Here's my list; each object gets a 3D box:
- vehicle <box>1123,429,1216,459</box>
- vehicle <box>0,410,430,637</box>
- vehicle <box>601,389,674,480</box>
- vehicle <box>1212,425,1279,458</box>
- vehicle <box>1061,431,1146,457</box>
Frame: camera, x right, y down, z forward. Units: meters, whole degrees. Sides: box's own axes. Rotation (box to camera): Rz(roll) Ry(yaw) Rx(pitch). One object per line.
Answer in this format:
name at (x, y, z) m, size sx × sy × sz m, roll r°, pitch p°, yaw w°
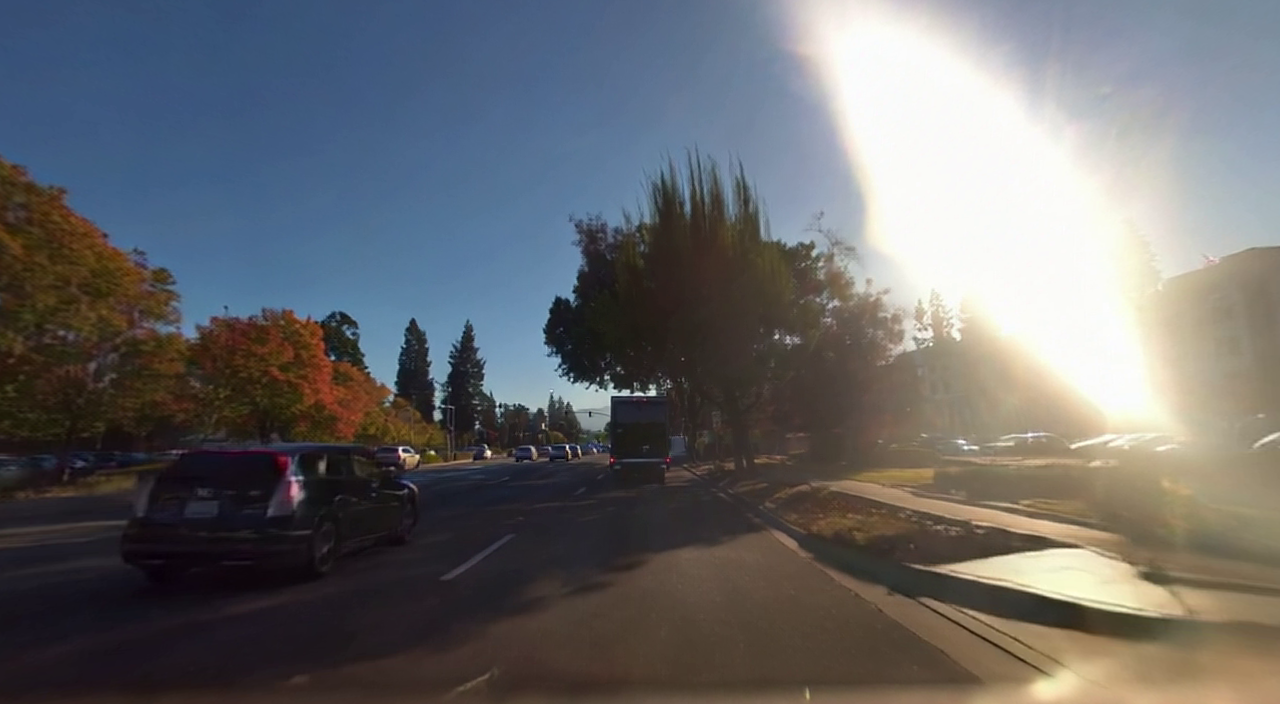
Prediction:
vehicle at (27.423, 4.775, 32.540) m, size 3.341 × 1.387 × 1.619 m, roll -1°, pitch -8°, yaw -3°
vehicle at (-4.057, 1.548, 6.716) m, size 2.078 × 1.597 × 4.355 m, roll 0°, pitch -9°, yaw 0°
vehicle at (-0.006, 3.980, 29.713) m, size 2.905 × 3.644 × 8.807 m, roll 0°, pitch -9°, yaw 1°
vehicle at (27.540, 3.929, 27.493) m, size 3.405 × 1.395 × 1.600 m, roll 1°, pitch -9°, yaw -4°
vehicle at (25.859, 5.145, 35.098) m, size 3.503 × 1.419 × 1.646 m, roll 1°, pitch -9°, yaw -4°
